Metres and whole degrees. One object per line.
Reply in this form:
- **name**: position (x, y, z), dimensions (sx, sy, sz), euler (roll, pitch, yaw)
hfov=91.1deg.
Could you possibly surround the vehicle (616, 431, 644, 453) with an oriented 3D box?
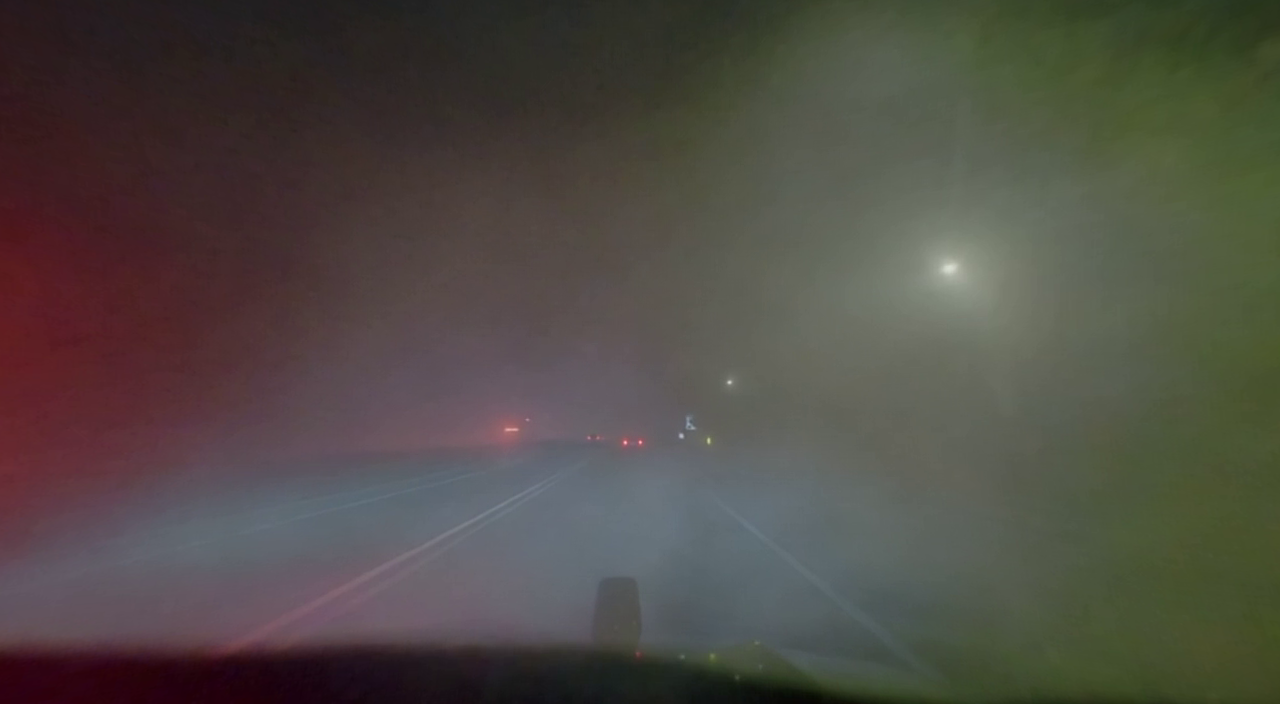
- **vehicle**: position (-0.763, 6.724, 47.203), dimensions (1.984, 1.586, 3.866), euler (0, -8, -2)
